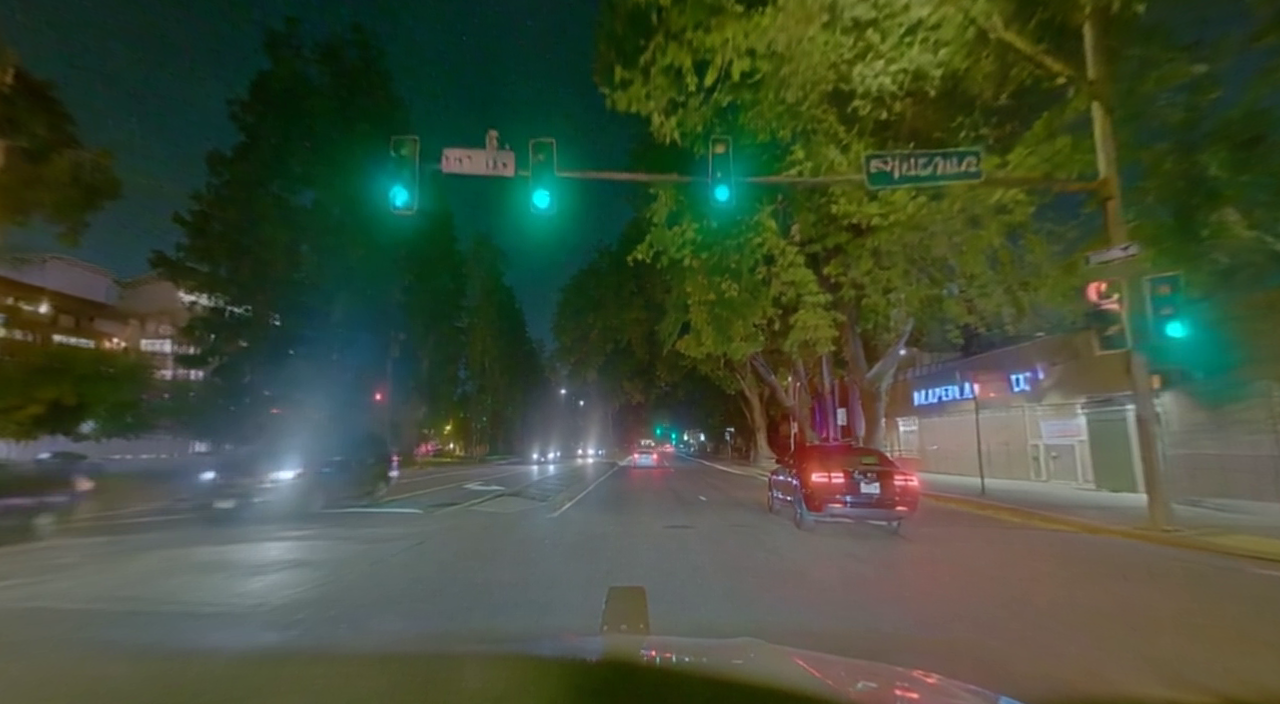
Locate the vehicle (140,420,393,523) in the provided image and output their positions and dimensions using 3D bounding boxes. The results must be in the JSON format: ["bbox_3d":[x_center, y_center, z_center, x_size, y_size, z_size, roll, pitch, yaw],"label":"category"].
[{"bbox_3d":[-8.257,2.697,14.939,2.329,1.921,5.842,0,-8,1],"label":"vehicle"}]

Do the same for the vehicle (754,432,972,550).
[{"bbox_3d":[3.253,2.095,10.216,1.989,1.498,4.050,0,-8,-1],"label":"vehicle"}]

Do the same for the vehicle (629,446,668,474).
[{"bbox_3d":[0.458,5.627,33.147,1.945,1.343,3.827,0,-8,1],"label":"vehicle"}]
